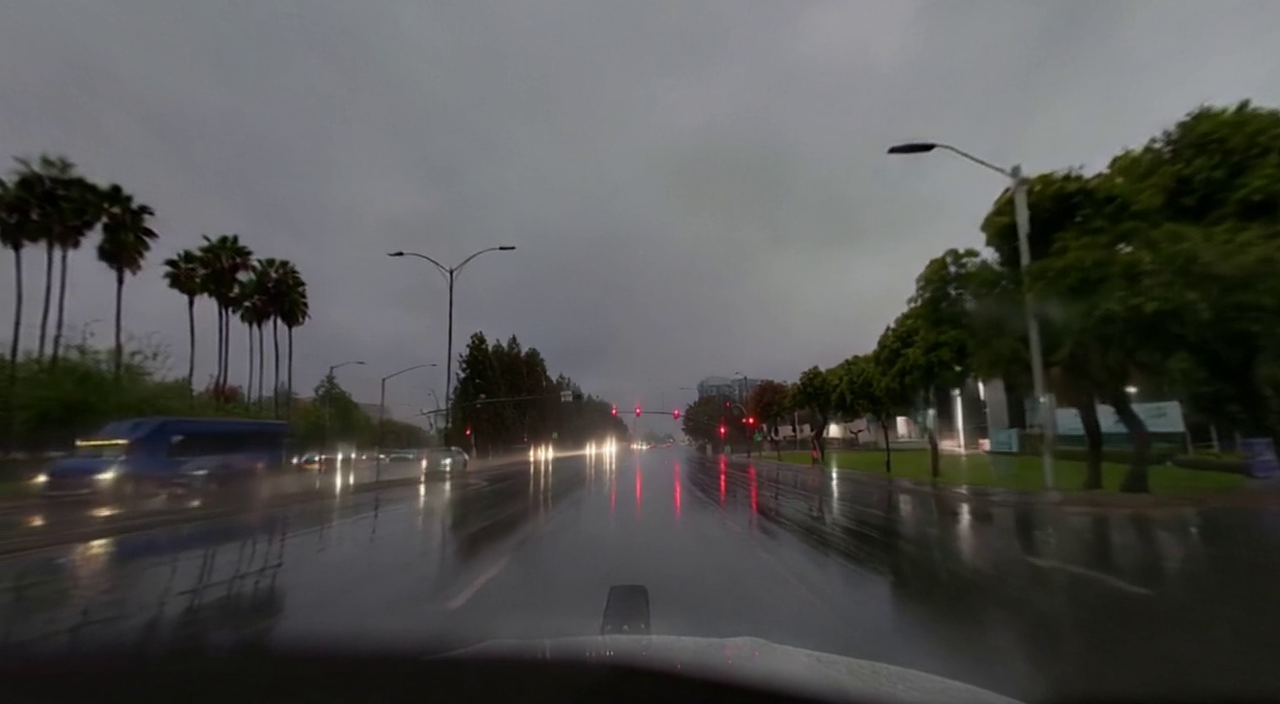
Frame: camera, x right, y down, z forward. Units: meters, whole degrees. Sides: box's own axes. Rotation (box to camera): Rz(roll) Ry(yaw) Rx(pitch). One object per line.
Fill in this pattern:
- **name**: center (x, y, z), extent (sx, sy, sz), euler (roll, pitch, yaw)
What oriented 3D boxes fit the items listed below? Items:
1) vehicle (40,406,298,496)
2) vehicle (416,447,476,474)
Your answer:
- **vehicle**: center (-21.423, 4.707, 30.432), extent (3.013, 3.417, 12.442), euler (0, -8, -1)
- **vehicle**: center (-11.497, 6.446, 37.718), extent (1.968, 1.486, 4.707), euler (0, -8, 2)
